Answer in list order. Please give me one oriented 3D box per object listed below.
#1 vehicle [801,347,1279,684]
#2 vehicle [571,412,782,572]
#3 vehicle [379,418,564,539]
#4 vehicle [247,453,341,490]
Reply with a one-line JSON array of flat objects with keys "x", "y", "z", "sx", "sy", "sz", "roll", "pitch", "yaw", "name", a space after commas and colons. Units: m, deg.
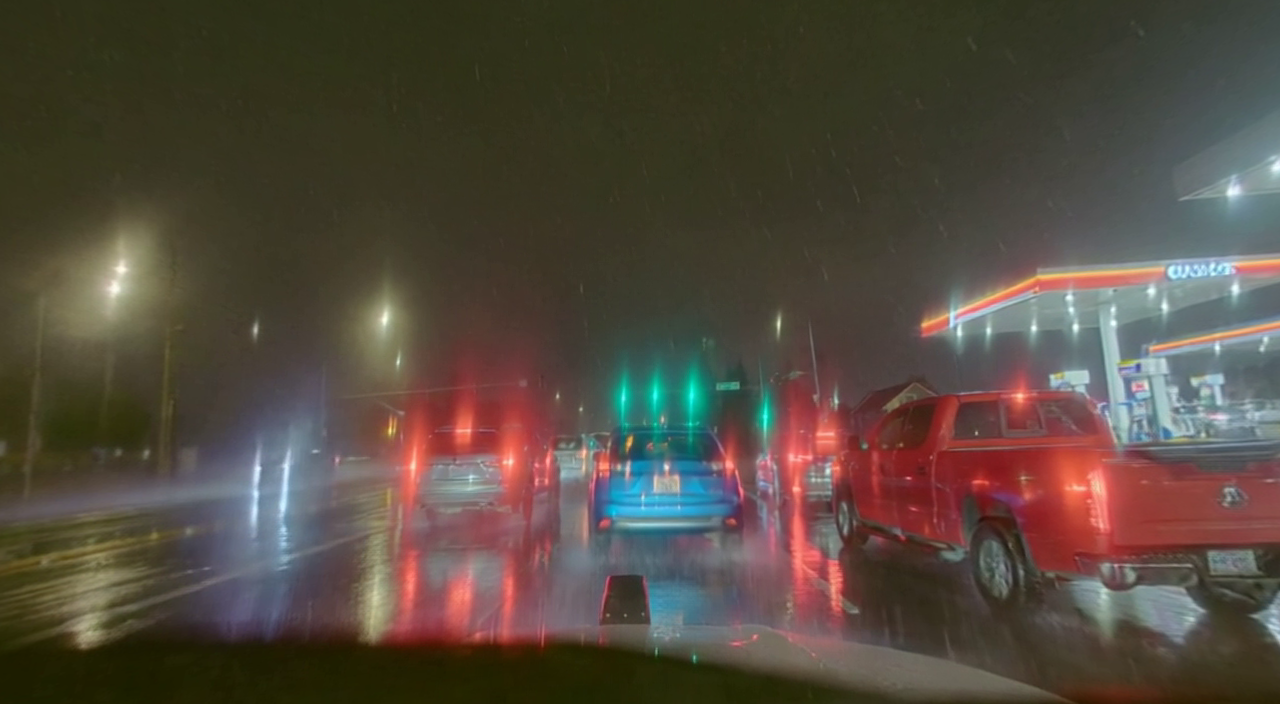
[{"x": 3.416, "y": 1.294, "z": 6.238, "sx": 2.161, "sy": 1.868, "sz": 5.321, "roll": 0, "pitch": -9, "yaw": -1, "name": "vehicle"}, {"x": 0.369, "y": 1.764, "z": 8.670, "sx": 2.181, "sy": 1.650, "sz": 4.083, "roll": 0, "pitch": -9, "yaw": 0, "name": "vehicle"}, {"x": -2.704, "y": 2.148, "z": 11.328, "sx": 2.019, "sy": 1.731, "sz": 4.299, "roll": 0, "pitch": -9, "yaw": 1, "name": "vehicle"}, {"x": -15.882, "y": 5.472, "z": 29.217, "sx": 1.808, "sy": 1.457, "sz": 4.381, "roll": -2, "pitch": -9, "yaw": 1, "name": "vehicle"}]
